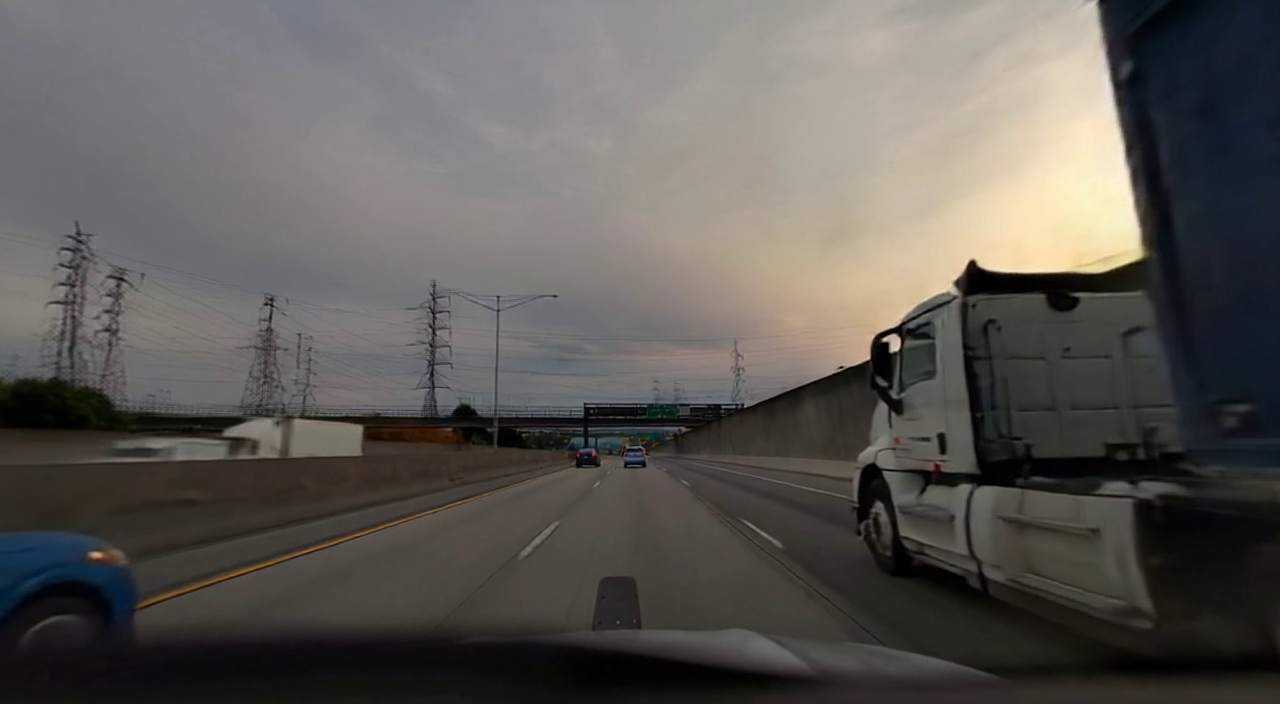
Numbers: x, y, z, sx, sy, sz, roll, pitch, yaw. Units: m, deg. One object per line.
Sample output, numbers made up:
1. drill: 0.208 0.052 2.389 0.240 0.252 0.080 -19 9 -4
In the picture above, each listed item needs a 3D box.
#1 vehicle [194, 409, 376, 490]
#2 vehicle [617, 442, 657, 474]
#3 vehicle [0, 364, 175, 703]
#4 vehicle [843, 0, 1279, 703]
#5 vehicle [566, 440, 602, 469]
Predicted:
1. vehicle: -19.751 5.664 36.577 3.082 3.832 12.998 0 -9 0
2. vehicle: -0.165 5.739 34.102 2.004 1.615 4.113 0 -9 0
3. vehicle: -3.256 0.635 0.974 1.987 1.548 3.981 0 -9 0
4. vehicle: 3.871 -0.303 1.804 3.011 3.930 10.078 0 -9 -1
5. vehicle: -3.775 7.093 43.427 2.077 1.884 4.961 0 -9 0
